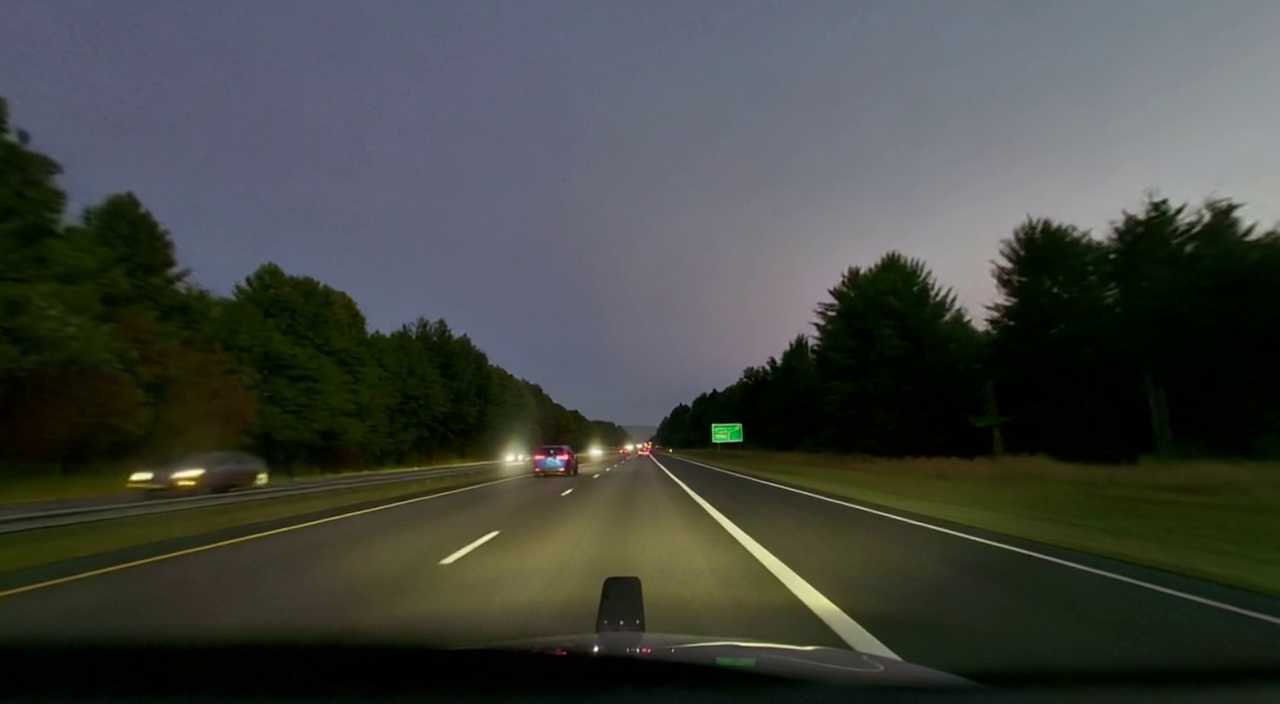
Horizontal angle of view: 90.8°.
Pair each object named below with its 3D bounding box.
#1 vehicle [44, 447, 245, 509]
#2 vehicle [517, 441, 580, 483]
[{"bbox_3d":[-13.171,3.331,17.200,1.954,1.462,4.239,0,-9,1],"label":"vehicle"},{"bbox_3d":[-4.004,4.902,28.493,2.110,1.727,4.607,0,-9,1],"label":"vehicle"}]
